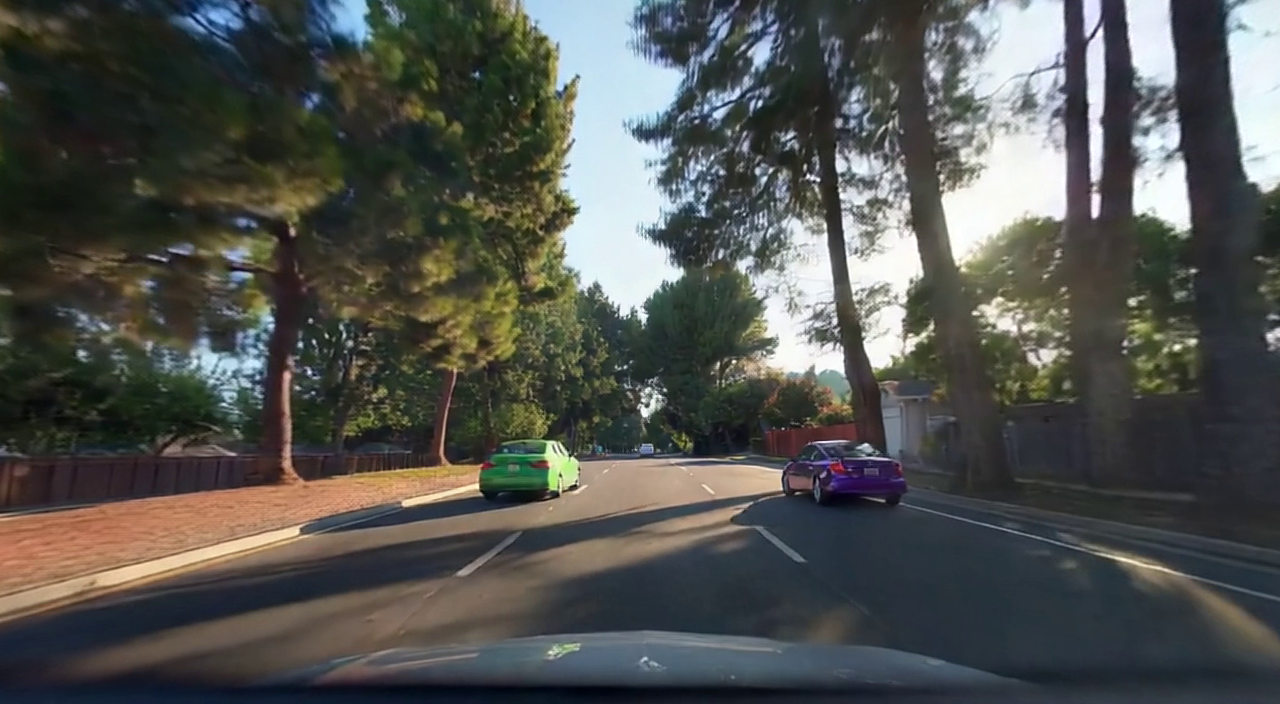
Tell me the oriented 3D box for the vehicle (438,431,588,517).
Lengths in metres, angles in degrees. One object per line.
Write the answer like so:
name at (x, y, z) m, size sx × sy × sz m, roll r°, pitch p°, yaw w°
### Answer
vehicle at (-2.548, 2.586, 14.008) m, size 2.206 × 1.525 × 4.695 m, roll -1°, pitch -8°, yaw 2°

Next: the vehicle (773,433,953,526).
vehicle at (4.162, 2.418, 12.694) m, size 1.943 × 1.471 × 4.515 m, roll -1°, pitch -8°, yaw 0°
